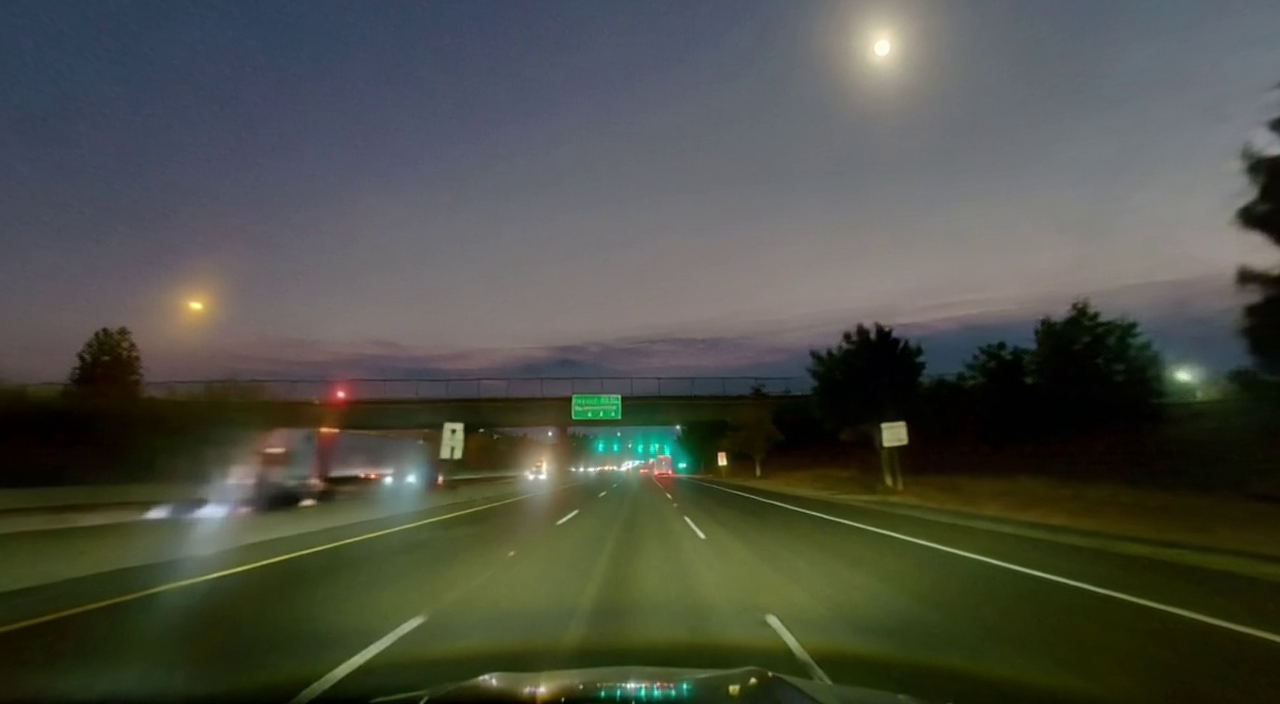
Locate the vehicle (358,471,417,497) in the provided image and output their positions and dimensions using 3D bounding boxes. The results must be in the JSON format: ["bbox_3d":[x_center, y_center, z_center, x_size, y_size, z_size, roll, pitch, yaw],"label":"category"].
[{"bbox_3d":[-16.143,8.468,40.538,1.938,1.477,4.455,1,-10,1],"label":"vehicle"}]

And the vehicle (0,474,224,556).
[{"bbox_3d":[-12.019,3.538,14.277,1.925,1.436,4.717,1,-10,0],"label":"vehicle"}]

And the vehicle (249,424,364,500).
[{"bbox_3d":[-20.624,6.936,39.594,2.945,4.265,7.006,0,-11,2],"label":"vehicle"}]
